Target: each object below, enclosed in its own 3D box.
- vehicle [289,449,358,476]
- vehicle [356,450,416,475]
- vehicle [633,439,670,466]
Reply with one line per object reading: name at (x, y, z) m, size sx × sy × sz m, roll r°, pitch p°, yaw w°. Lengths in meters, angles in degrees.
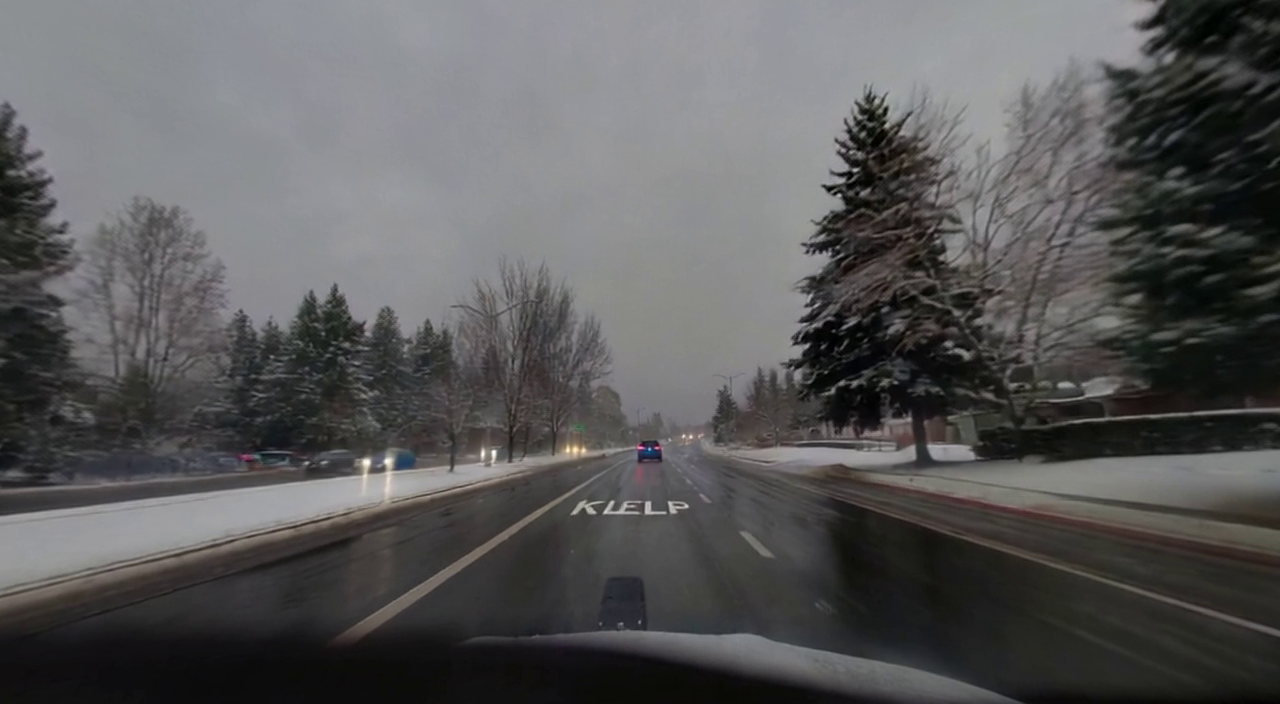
vehicle at (-20.409, 7.096, 40.661) m, size 1.936 × 1.611 × 4.584 m, roll 0°, pitch -9°, yaw 2°
vehicle at (-16.266, 7.055, 40.400) m, size 1.824 × 1.462 × 4.520 m, roll 0°, pitch -9°, yaw 2°
vehicle at (0.703, 6.046, 37.858) m, size 2.144 × 1.505 × 4.128 m, roll 0°, pitch -9°, yaw 2°
